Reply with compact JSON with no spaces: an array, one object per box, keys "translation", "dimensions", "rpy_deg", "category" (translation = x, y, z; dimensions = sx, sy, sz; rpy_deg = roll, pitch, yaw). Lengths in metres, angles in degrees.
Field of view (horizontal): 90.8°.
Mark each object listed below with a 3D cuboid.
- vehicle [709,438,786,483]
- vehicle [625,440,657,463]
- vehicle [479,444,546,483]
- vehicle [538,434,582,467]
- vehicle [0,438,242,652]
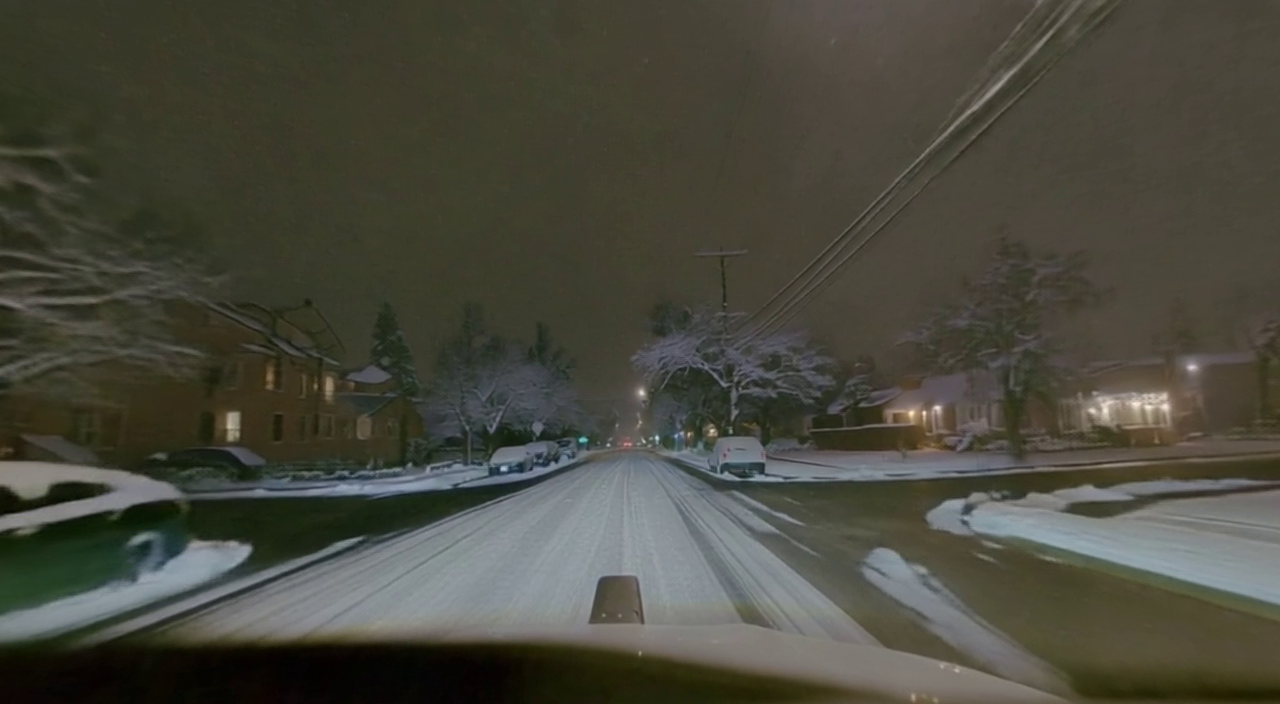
[{"translation":[4.096,4.225,24.969],"dimensions":[2.144,1.572,5.026],"rpy_deg":[0,-8,0],"category":"vehicle"},{"translation":[0.036,6.965,44.353],"dimensions":[2.062,1.509,4.305],"rpy_deg":[-1,-8,-1],"category":"vehicle"},{"translation":[-5.996,5.269,30.406],"dimensions":[2.094,1.433,5.740],"rpy_deg":[-4,-7,-2],"category":"vehicle"},{"translation":[-5.839,7.265,46.958],"dimensions":[2.284,2.119,5.984],"rpy_deg":[-4,-7,1],"category":"vehicle"},{"translation":[-5.916,1.666,5.479],"dimensions":[1.769,1.572,4.990],"rpy_deg":[-4,-6,0],"category":"vehicle"}]
